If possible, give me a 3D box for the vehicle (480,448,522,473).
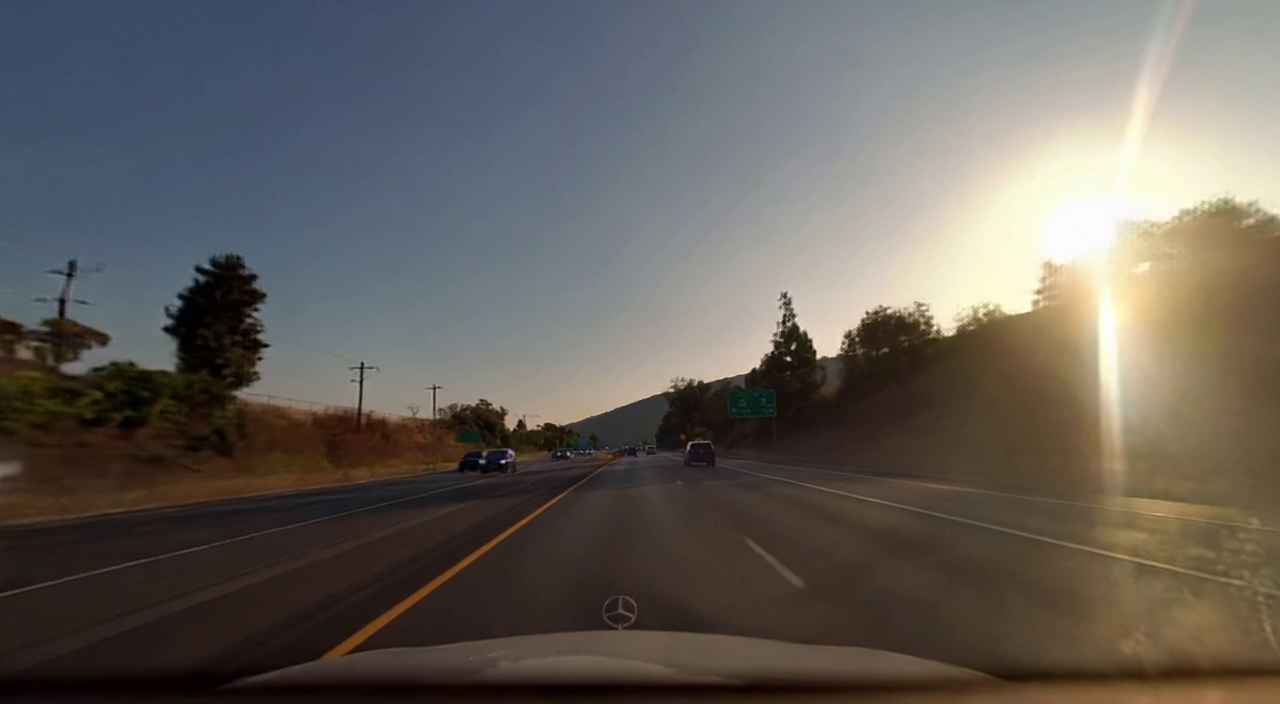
[{"bbox_3d":[-9.322,7.292,42.286,1.950,1.587,4.308,0,-9,-1],"label":"vehicle"}]

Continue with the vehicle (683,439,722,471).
[{"bbox_3d":[3.415,5.703,34.867,1.972,1.614,4.025,-1,-9,3],"label":"vehicle"}]
